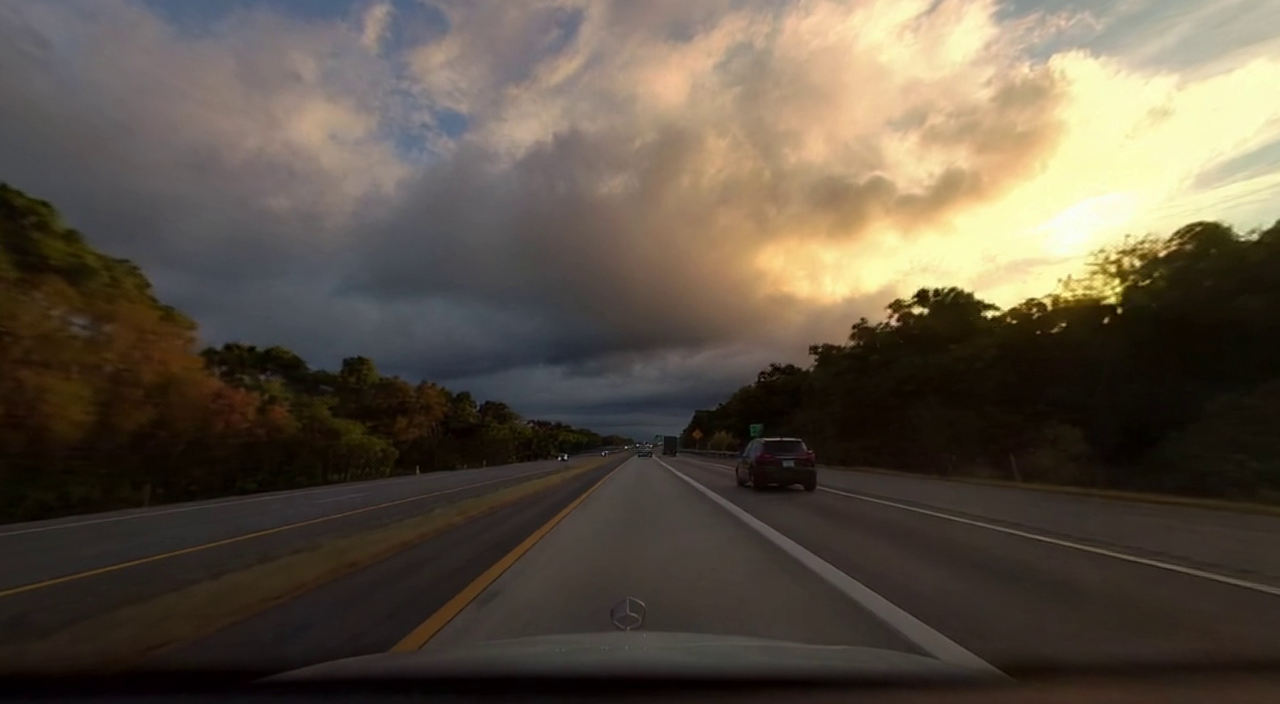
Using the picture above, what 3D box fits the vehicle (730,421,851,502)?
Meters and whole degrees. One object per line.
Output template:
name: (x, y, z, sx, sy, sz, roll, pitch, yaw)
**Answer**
vehicle: (4.119, 3.121, 18.304, 2.189, 2.007, 4.872, 0, -9, -1)
